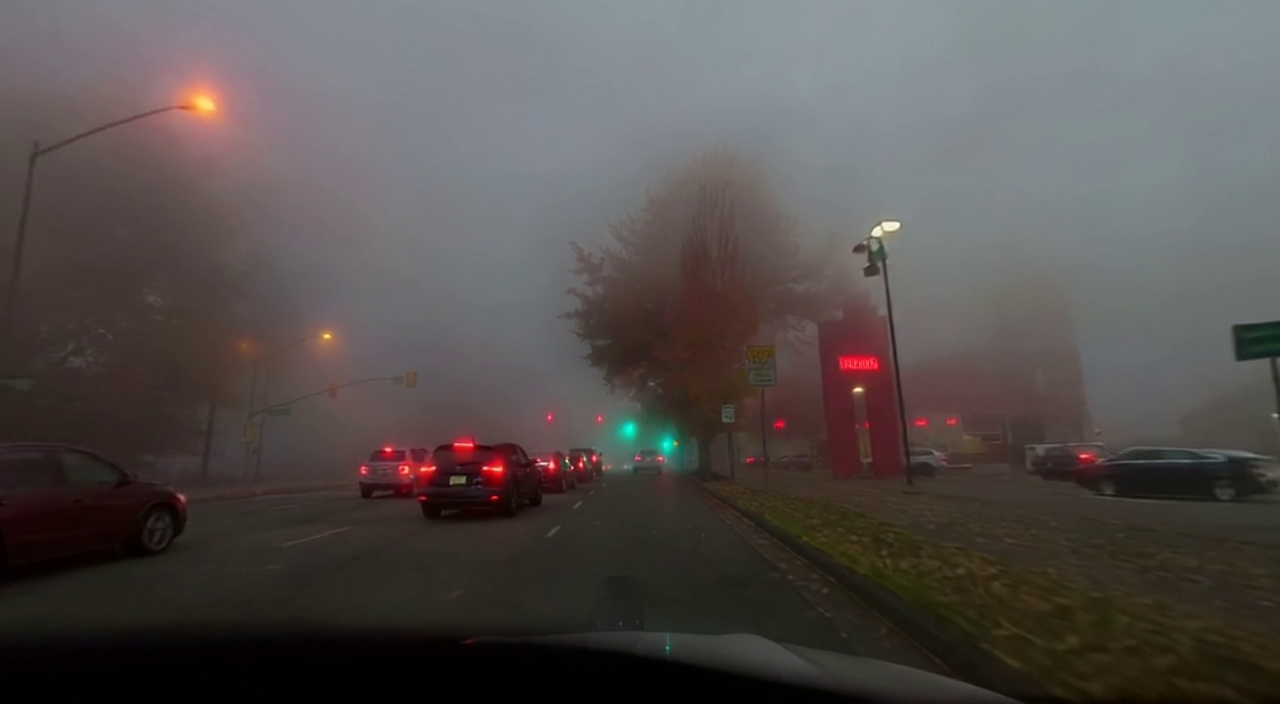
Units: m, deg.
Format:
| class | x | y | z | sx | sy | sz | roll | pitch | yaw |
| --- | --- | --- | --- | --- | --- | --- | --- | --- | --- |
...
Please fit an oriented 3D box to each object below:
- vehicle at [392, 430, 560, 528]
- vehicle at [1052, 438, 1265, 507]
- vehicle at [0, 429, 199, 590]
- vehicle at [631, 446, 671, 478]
| class | x | y | z | sx | sy | sz | roll | pitch | yaw |
| --- | --- | --- | --- | --- | --- | --- | --- | --- | --- |
| vehicle | -3.121 | 2.545 | 13.191 | 2.165 | 1.663 | 4.513 | 0 | -9 | 2 |
| vehicle | 14.422 | 3.350 | 17.954 | 1.963 | 1.703 | 4.447 | 1 | -9 | -6 |
| vehicle | -7.363 | 1.655 | 6.866 | 1.932 | 1.596 | 4.247 | 0 | -9 | 1 |
| vehicle | 0.620 | 6.207 | 35.798 | 2.144 | 1.704 | 4.028 | 0 | -9 | 1 |
